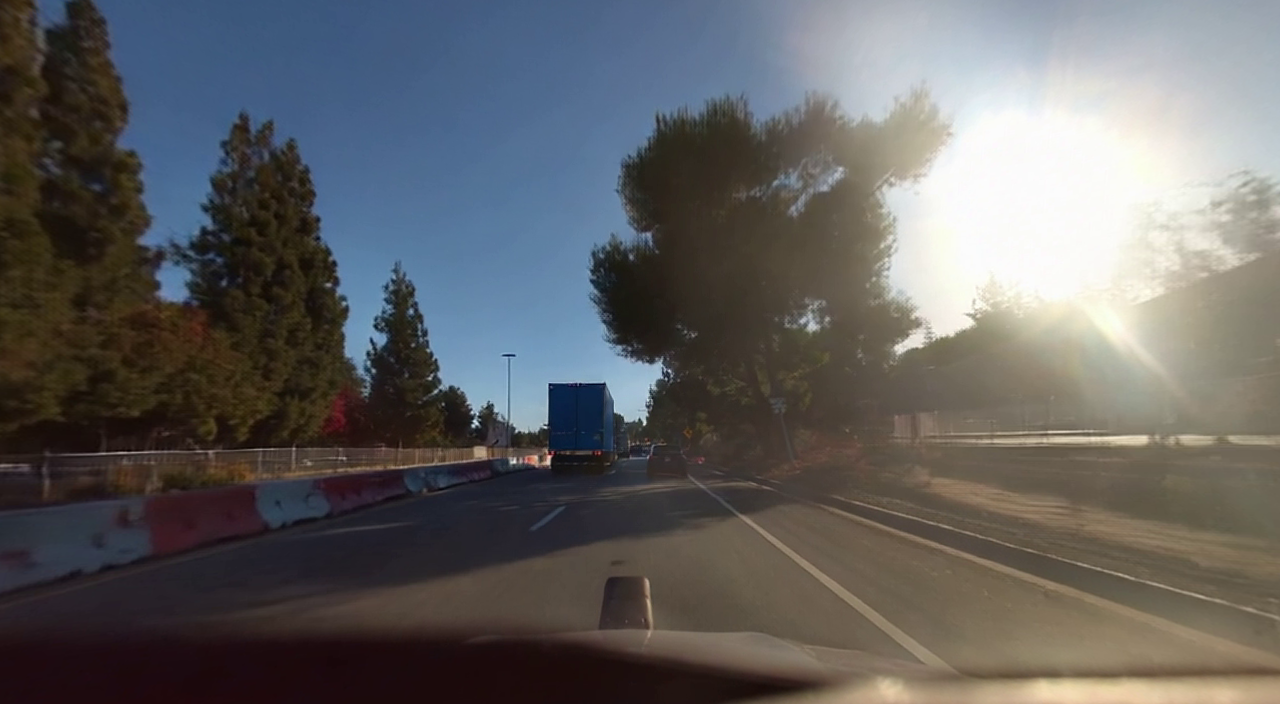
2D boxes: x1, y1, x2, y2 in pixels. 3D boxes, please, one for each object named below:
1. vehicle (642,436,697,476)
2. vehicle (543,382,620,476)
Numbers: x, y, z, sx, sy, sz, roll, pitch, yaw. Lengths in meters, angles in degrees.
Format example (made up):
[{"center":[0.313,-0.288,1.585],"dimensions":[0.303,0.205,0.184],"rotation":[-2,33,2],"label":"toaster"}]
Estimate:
[{"center":[1.259,4.775,29.172],"dimensions":[2.304,1.675,4.462],"rotation":[0,-8,0],"label":"vehicle"},{"center":[-2.845,4.521,35.695],"dimensions":[2.906,4.115,15.715],"rotation":[0,-8,0],"label":"vehicle"}]
